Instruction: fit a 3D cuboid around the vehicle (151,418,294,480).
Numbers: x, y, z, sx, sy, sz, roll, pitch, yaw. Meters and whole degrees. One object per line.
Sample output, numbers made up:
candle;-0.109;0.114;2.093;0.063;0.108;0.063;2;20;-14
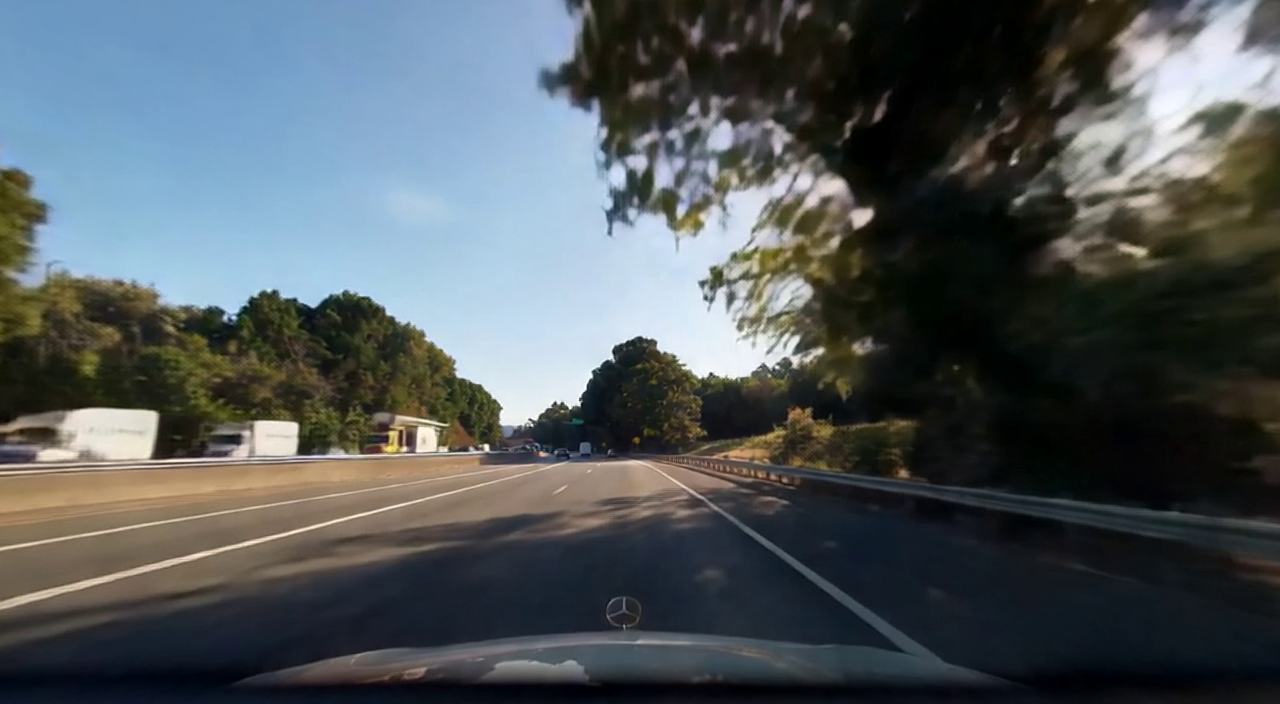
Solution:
vehicle;-19.709;4.659;30.292;2.466;2.670;6.240;0;-9;1

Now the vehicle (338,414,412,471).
vehicle;-19.983;6.837;47.939;3.004;3.954;5.872;2;-7;-1

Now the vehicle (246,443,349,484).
vehicle;-15.048;4.895;28.012;1.953;1.662;4.536;0;-9;1

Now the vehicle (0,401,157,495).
vehicle;-20.297;3.332;21.860;2.249;2.817;5.913;0;-9;0

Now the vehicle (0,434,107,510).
vehicle;-15.597;2.865;14.964;1.962;1.714;4.445;-2;-9;0
